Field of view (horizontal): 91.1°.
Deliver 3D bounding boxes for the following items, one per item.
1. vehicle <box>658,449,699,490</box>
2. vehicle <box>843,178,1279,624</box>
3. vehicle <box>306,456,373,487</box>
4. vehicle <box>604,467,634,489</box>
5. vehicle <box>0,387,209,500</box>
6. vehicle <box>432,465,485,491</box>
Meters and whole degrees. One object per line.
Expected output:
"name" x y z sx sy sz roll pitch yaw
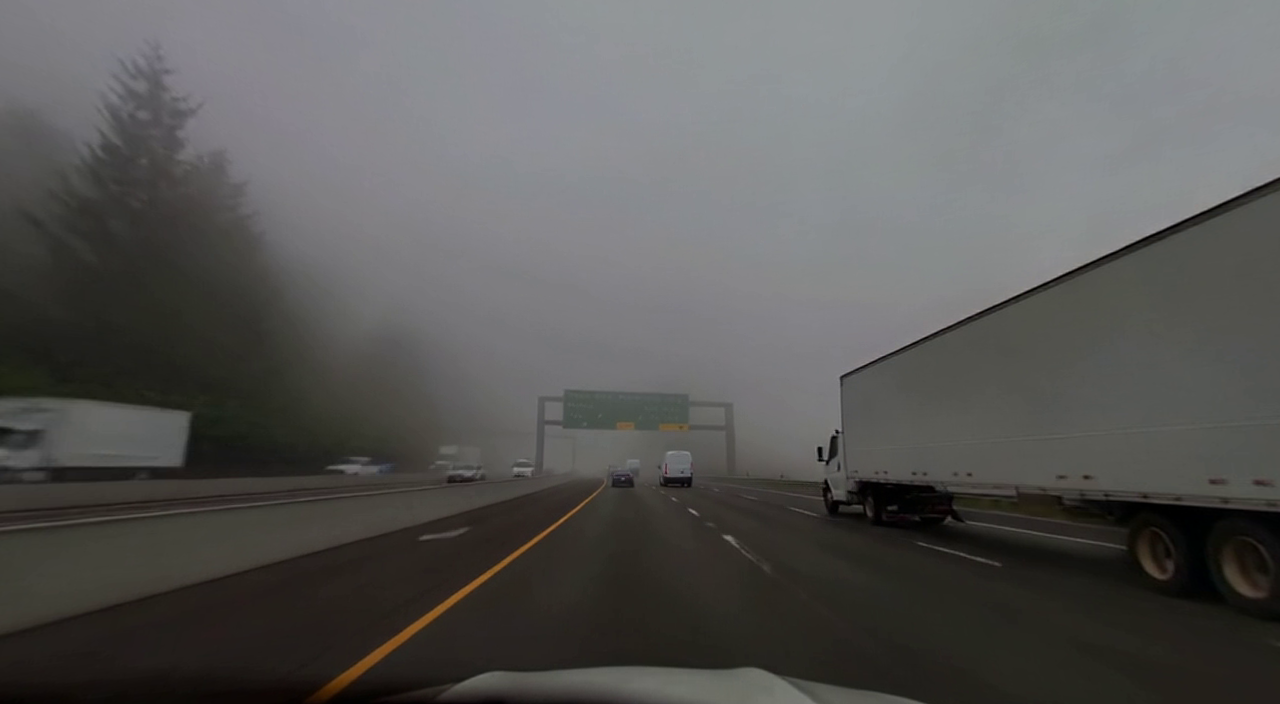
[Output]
"vehicle" 2.624 8.308 44.357 2.291 2.639 5.280 1 -10 -3
"vehicle" 7.382 1.398 10.955 2.866 4.102 14.351 1 -10 0
"vehicle" -18.223 7.260 38.295 1.935 1.757 4.412 1 -10 -1
"vehicle" -1.566 9.362 46.783 2.106 1.524 4.381 1 -10 -1
"vehicle" -22.493 3.795 24.945 2.722 3.659 11.187 1 -10 0
"vehicle" -10.754 7.486 37.525 1.934 1.439 4.241 1 -10 0
